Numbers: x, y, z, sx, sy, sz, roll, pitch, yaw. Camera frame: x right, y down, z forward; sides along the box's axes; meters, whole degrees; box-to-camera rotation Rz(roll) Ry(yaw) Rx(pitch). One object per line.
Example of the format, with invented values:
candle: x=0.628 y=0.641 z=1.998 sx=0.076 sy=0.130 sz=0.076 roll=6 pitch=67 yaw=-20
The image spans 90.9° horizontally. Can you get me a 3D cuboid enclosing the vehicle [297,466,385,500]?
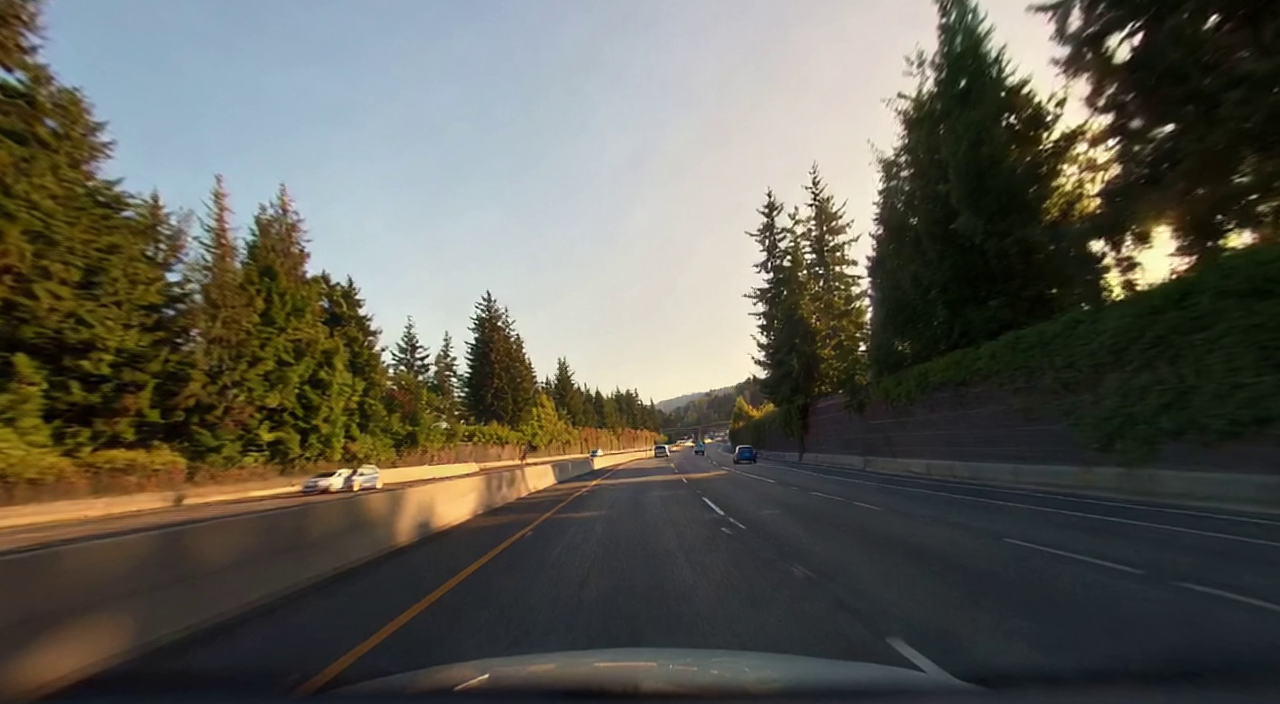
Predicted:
vehicle: x=-15.120 y=6.637 z=32.212 sx=2.080 sy=1.464 sz=4.772 roll=-1 pitch=-9 yaw=2
